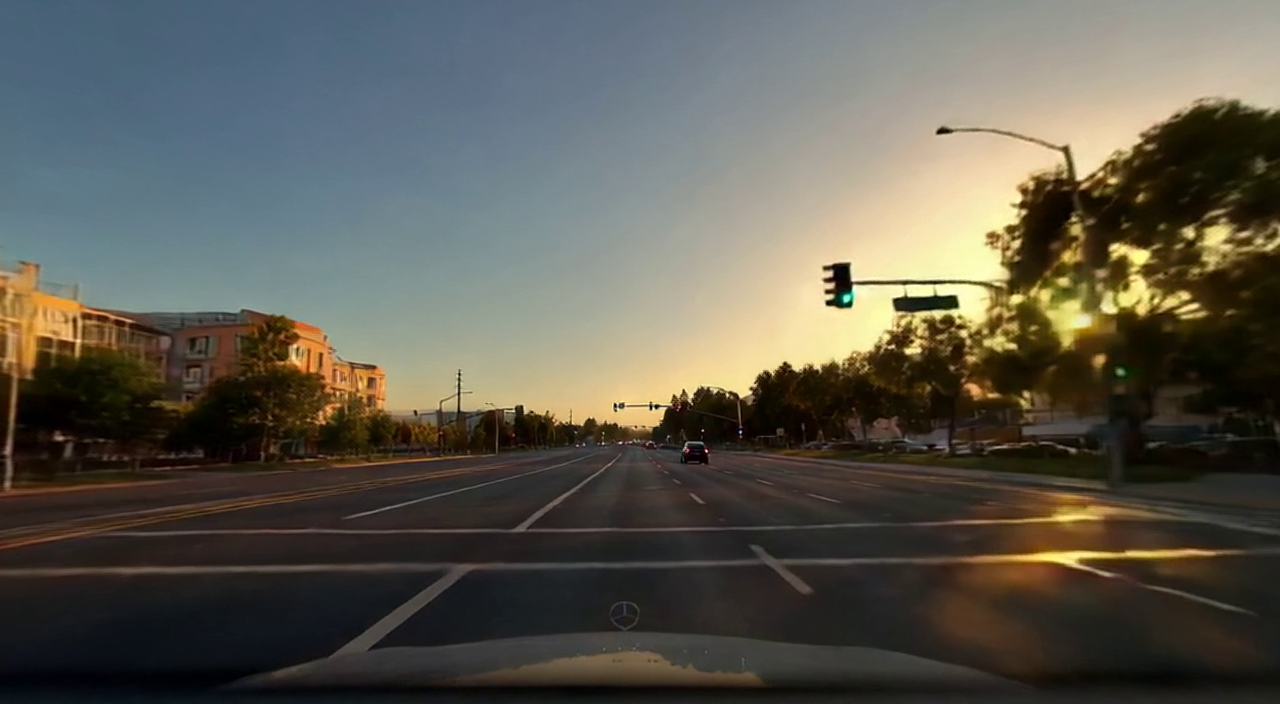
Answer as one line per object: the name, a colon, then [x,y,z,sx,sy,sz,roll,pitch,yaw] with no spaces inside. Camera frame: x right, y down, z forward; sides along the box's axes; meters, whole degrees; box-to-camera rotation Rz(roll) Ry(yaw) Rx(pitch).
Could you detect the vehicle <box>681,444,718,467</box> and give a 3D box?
vehicle: [4.145,7.305,44.803,2.187,1.475,4.529,0,-8,-1]
